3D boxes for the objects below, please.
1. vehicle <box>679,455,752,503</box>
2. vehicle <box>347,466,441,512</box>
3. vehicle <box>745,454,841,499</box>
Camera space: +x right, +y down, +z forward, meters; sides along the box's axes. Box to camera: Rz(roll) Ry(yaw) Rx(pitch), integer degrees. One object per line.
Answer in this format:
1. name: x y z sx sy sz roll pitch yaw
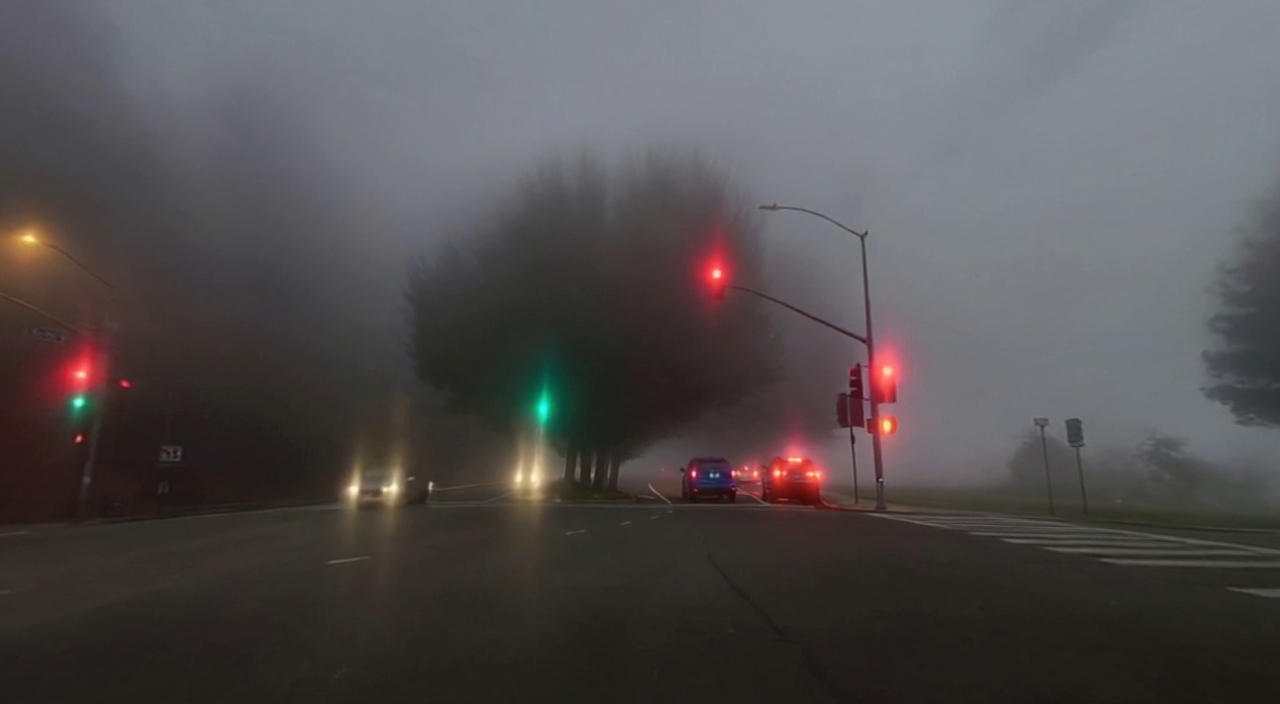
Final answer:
1. vehicle: 2.854 4.940 25.030 2.140 1.655 4.786 0 -9 -2
2. vehicle: -8.859 4.962 23.169 1.818 1.397 4.026 0 -9 0
3. vehicle: 8.690 7.145 36.916 2.771 2.214 7.159 2 -9 -10
